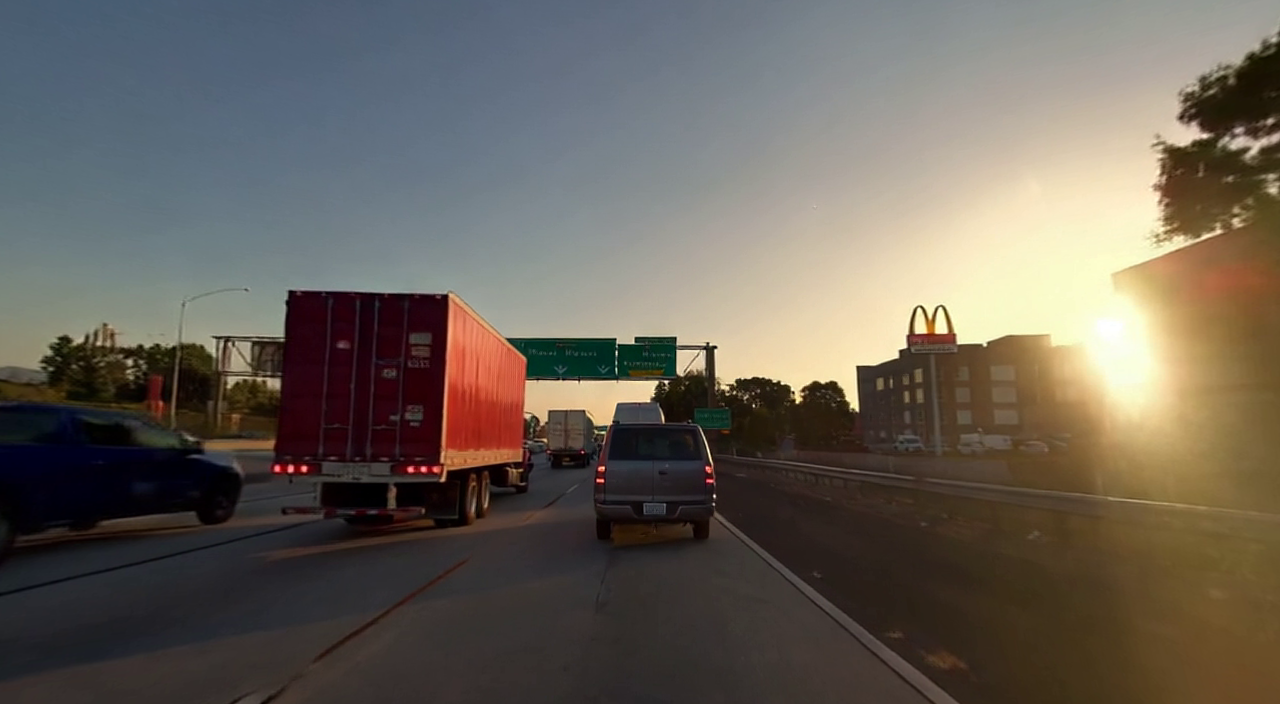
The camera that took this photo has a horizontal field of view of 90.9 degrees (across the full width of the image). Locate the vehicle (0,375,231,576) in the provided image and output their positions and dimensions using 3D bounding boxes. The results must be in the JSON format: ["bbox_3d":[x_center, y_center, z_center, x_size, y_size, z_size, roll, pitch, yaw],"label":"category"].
[{"bbox_3d":[-7.708,1.397,7.292,2.218,2.047,5.586,0,-9,-1],"label":"vehicle"}]

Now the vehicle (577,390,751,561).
[{"bbox_3d":[0.180,1.688,9.178,1.947,1.910,4.040,0,-9,-3],"label":"vehicle"}]

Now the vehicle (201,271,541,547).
[{"bbox_3d":[-4.014,1.315,12.246,2.814,3.513,8.529,0,-9,0],"label":"vehicle"}]

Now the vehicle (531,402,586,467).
[{"bbox_3d":[-4.992,5.352,40.233,2.617,3.604,9.499,0,-9,-2],"label":"vehicle"}]
